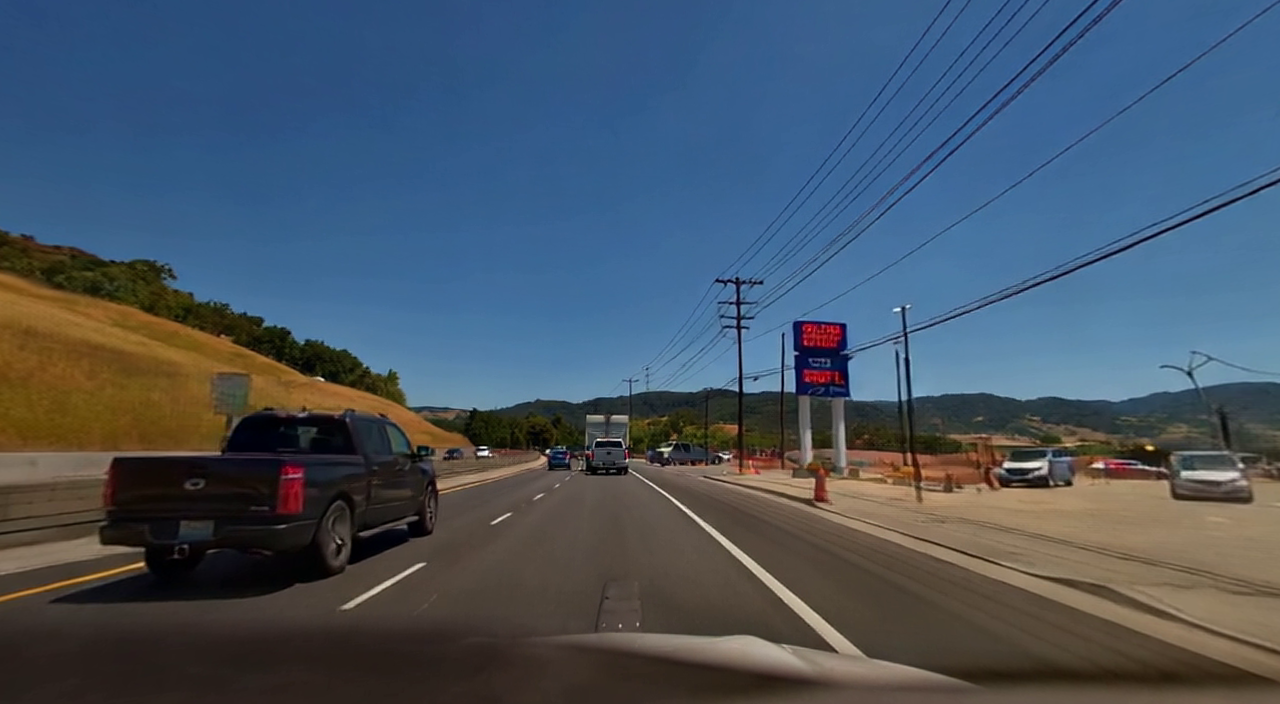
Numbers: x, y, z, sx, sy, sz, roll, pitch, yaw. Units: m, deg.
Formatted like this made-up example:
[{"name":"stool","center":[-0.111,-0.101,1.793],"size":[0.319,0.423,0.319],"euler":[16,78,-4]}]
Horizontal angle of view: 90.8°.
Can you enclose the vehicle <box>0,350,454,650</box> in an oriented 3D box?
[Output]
[{"name":"vehicle","center":[-4.113,1.397,7.151],"size":[2.345,2.012,5.693],"euler":[0,-8,-1]}]

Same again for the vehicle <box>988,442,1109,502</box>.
[{"name":"vehicle","center":[14.906,4.237,22.920],"size":[5.331,1.917,2.166],"euler":[7,-11,-41]}]

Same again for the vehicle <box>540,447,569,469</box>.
[{"name":"vehicle","center":[-6.287,7.816,46.787],"size":[1.972,1.496,4.150],"euler":[1,-9,-5]}]

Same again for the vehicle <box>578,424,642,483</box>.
[{"name":"vehicle","center":[-1.348,4.371,27.497],"size":[2.486,2.280,5.291],"euler":[0,-9,-4]}]

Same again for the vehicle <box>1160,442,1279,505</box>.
[{"name":"vehicle","center":[19.619,3.942,21.106],"size":[5.424,1.844,2.255],"euler":[7,-11,-39]}]
